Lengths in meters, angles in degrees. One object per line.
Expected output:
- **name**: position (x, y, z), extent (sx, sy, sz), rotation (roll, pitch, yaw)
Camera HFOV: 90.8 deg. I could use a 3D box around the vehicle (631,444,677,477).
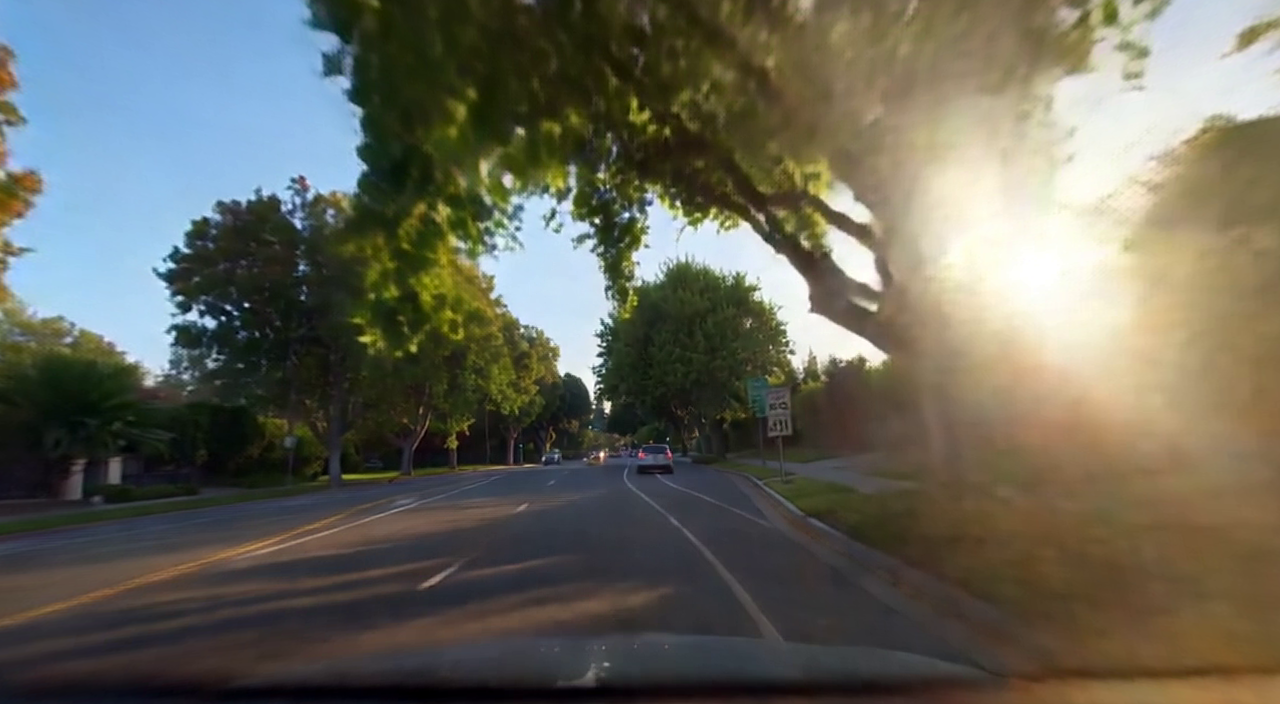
- **vehicle**: position (0.687, 5.293, 31.186), extent (2.111, 1.466, 4.223), rotation (-1, -8, 2)
